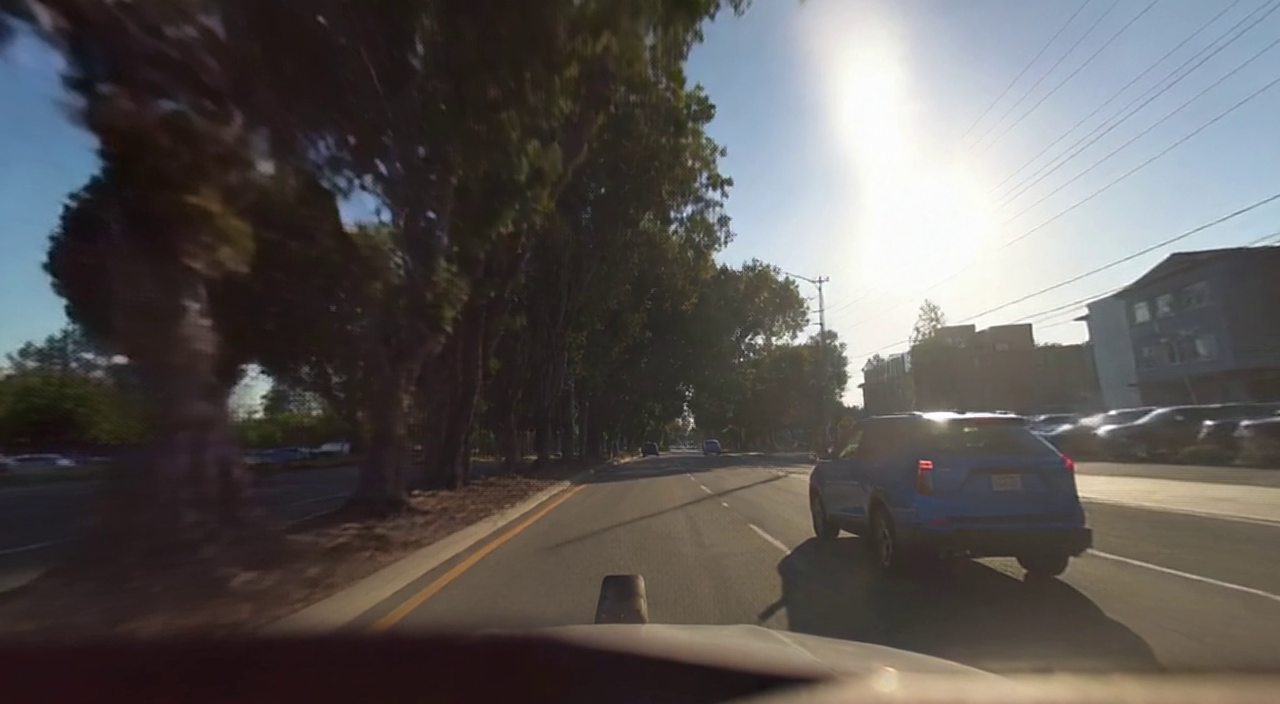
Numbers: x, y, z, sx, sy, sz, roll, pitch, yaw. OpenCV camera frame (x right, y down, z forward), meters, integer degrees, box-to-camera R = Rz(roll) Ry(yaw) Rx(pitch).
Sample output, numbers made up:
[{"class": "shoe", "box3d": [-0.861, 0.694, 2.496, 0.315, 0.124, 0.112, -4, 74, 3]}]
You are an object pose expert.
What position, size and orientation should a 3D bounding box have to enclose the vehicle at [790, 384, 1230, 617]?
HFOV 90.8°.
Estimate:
[{"class": "vehicle", "box3d": [3.200, 1.387, 6.790, 2.060, 1.665, 4.284, 0, -8, -1]}]
